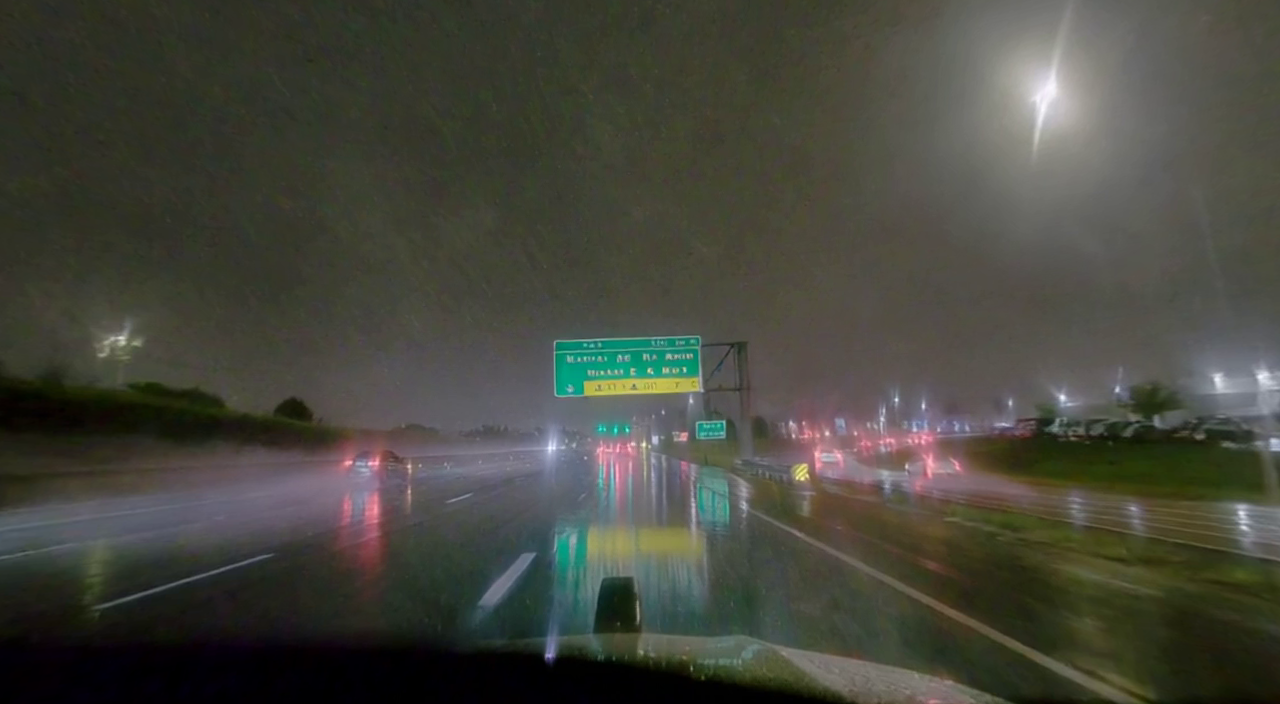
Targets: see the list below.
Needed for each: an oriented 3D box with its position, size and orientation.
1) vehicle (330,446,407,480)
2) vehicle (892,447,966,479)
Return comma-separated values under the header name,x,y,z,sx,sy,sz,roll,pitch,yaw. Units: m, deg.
name,x,y,z,sx,sy,sz,roll,pitch,yaw
vehicle,-14.168,5.796,33.274,2.057,1.619,4.443,0,-9,-1
vehicle,17.119,6.569,37.776,2.172,1.778,5.085,0,-9,2
